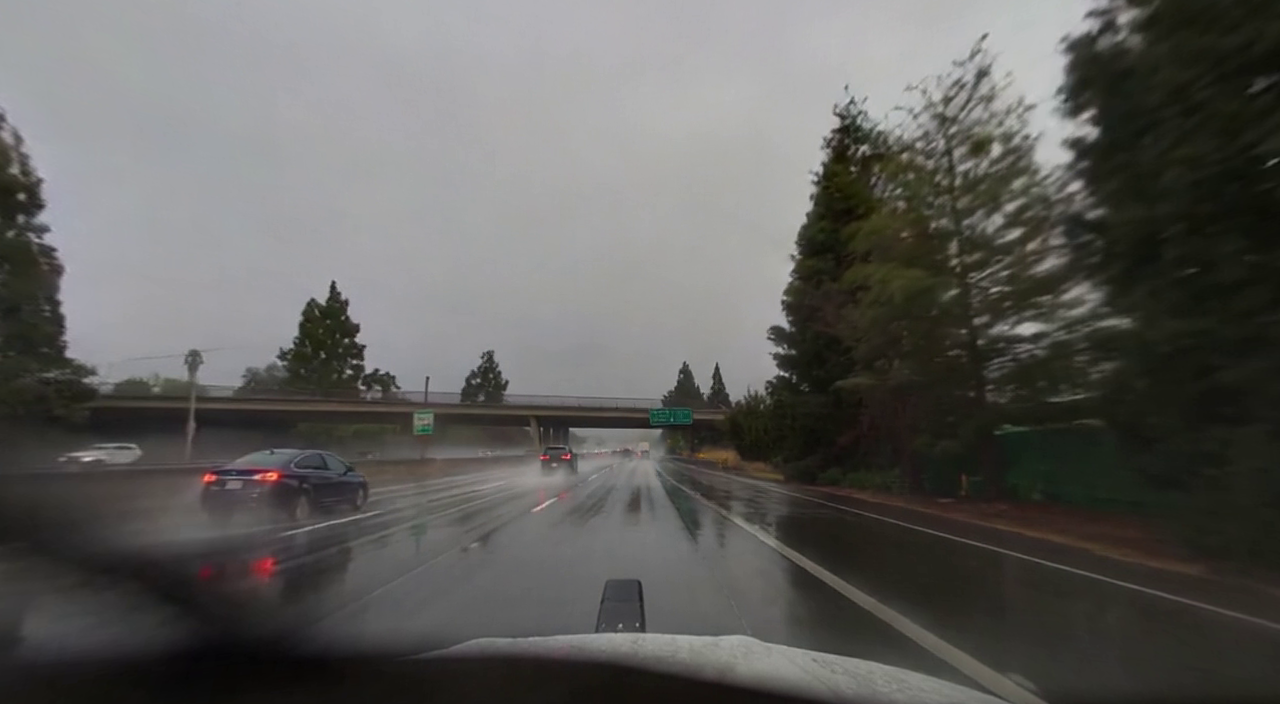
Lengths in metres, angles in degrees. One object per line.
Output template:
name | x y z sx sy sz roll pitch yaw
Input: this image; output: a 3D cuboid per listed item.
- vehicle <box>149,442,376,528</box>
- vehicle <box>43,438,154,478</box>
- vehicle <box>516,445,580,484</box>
vehicle | -7.716 2.733 13.587 2.002 1.507 4.631 0 -9 0
vehicle | -36.077 7.091 42.257 2.199 2.455 5.758 0 -9 1
vehicle | -4.020 5.025 28.395 2.102 1.571 4.666 0 -9 1
